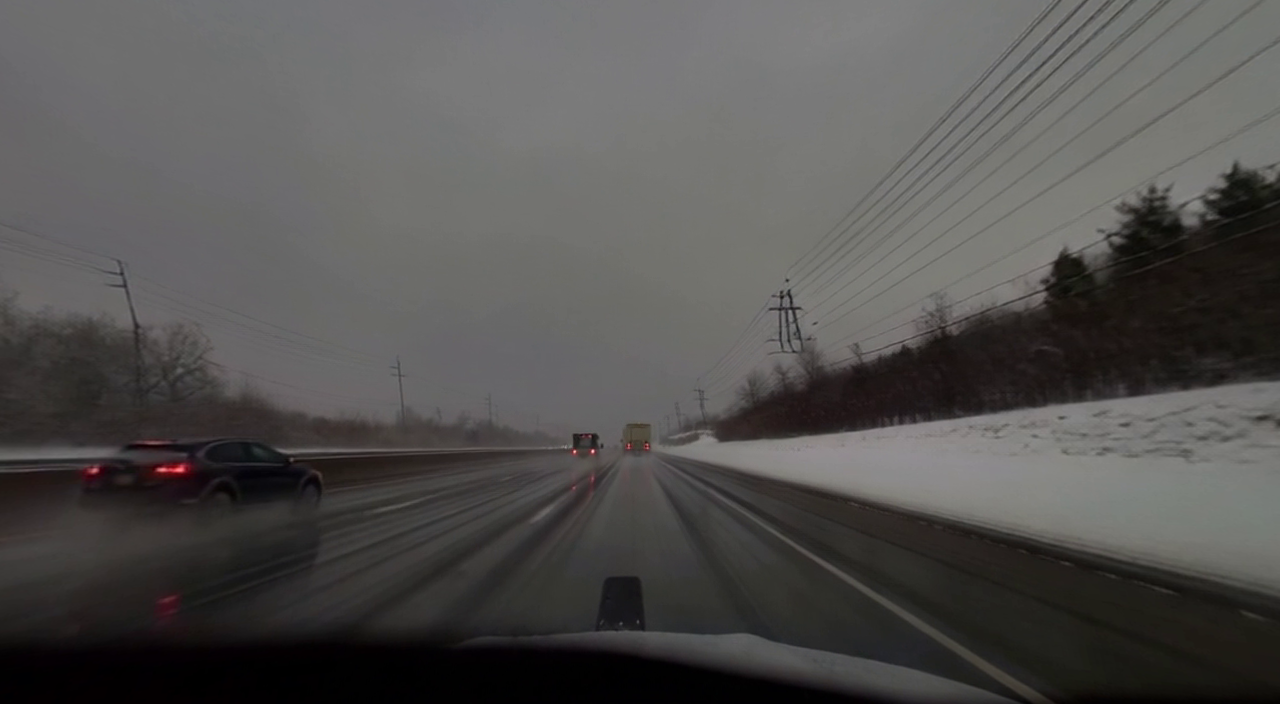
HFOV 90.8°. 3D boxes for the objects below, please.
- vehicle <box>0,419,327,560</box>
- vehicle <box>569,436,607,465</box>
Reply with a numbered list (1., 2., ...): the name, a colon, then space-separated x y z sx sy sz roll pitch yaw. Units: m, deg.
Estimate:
1. vehicle: -6.892 1.892 9.399 2.066 1.558 4.607 0 -9 0
2. vehicle: -3.625 6.940 44.545 2.207 1.949 4.911 0 -9 1
